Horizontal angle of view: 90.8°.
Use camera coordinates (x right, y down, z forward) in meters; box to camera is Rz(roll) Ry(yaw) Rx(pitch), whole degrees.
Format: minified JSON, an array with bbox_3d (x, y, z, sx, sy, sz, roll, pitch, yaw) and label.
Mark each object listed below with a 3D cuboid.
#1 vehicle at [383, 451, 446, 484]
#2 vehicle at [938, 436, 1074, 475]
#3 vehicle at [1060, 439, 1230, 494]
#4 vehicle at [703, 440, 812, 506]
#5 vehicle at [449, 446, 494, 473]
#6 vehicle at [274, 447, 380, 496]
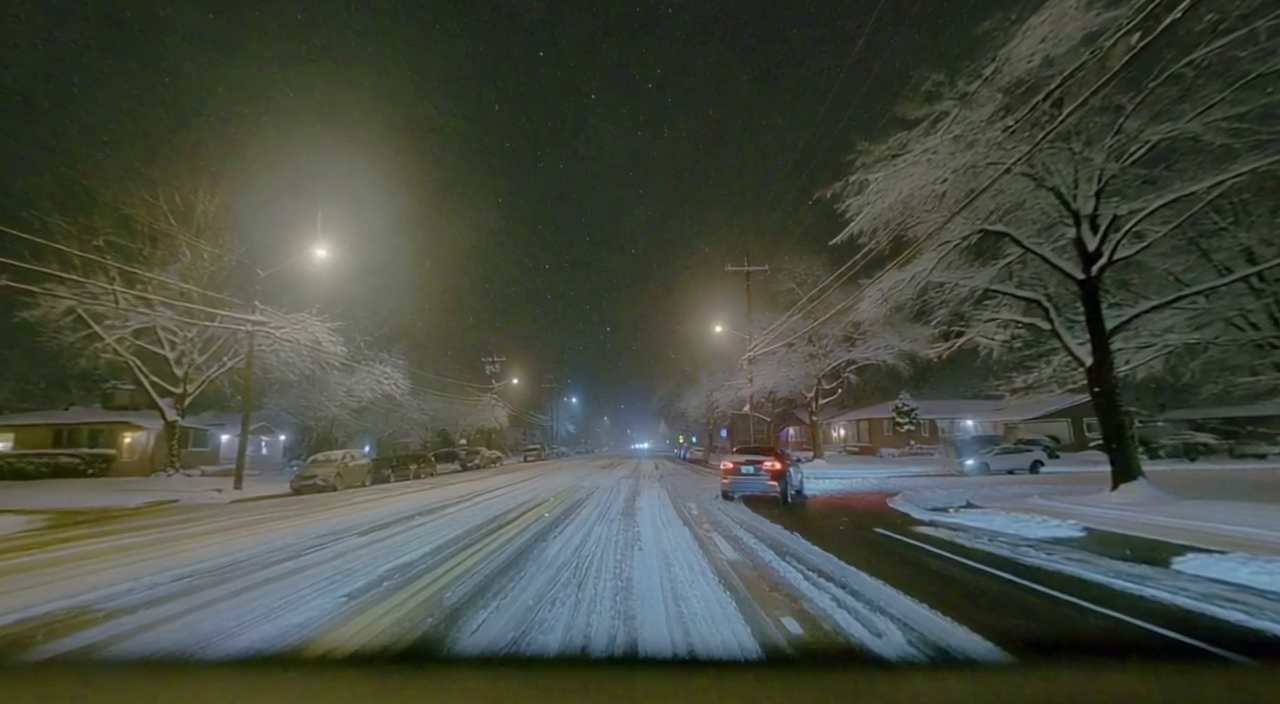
[{"bbox_3d":[-12.226,6.255,34.538,1.795,1.472,4.601,-4,-9,-1],"label":"vehicle"},{"bbox_3d":[18.172,5.166,31.622,5.369,1.857,2.174,0,-9,2],"label":"vehicle"},{"bbox_3d":[18.006,4.128,22.689,4.312,1.426,1.940,-6,-11,-1],"label":"vehicle"},{"bbox_3d":[3.258,3.094,16.715,2.022,1.471,4.432,-3,-9,21],"label":"vehicle"},{"bbox_3d":[-12.371,7.915,46.653,1.988,1.741,4.379,-5,-9,0],"label":"vehicle"},{"bbox_3d":[-12.364,4.708,25.307,1.938,1.754,4.315,0,-9,1],"label":"vehicle"}]
